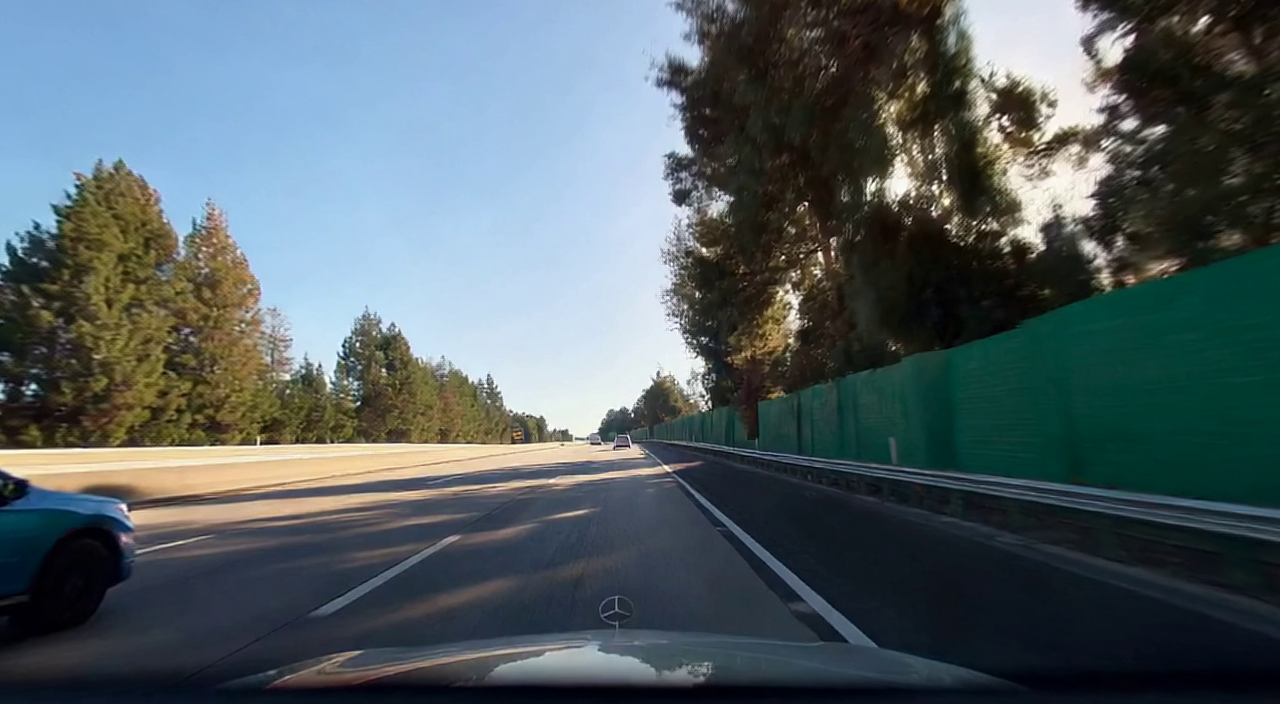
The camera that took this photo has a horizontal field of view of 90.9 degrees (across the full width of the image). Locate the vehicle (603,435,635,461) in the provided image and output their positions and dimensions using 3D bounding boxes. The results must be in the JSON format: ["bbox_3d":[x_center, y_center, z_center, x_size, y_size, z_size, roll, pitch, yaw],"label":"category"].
[{"bbox_3d":[-1.250,5.773,38.182,1.836,1.450,3.519,0,-8,-1],"label":"vehicle"}]

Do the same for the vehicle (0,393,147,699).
[{"bbox_3d":[-4.280,0.786,1.699,2.072,1.545,4.767,0,-8,-1],"label":"vehicle"}]
